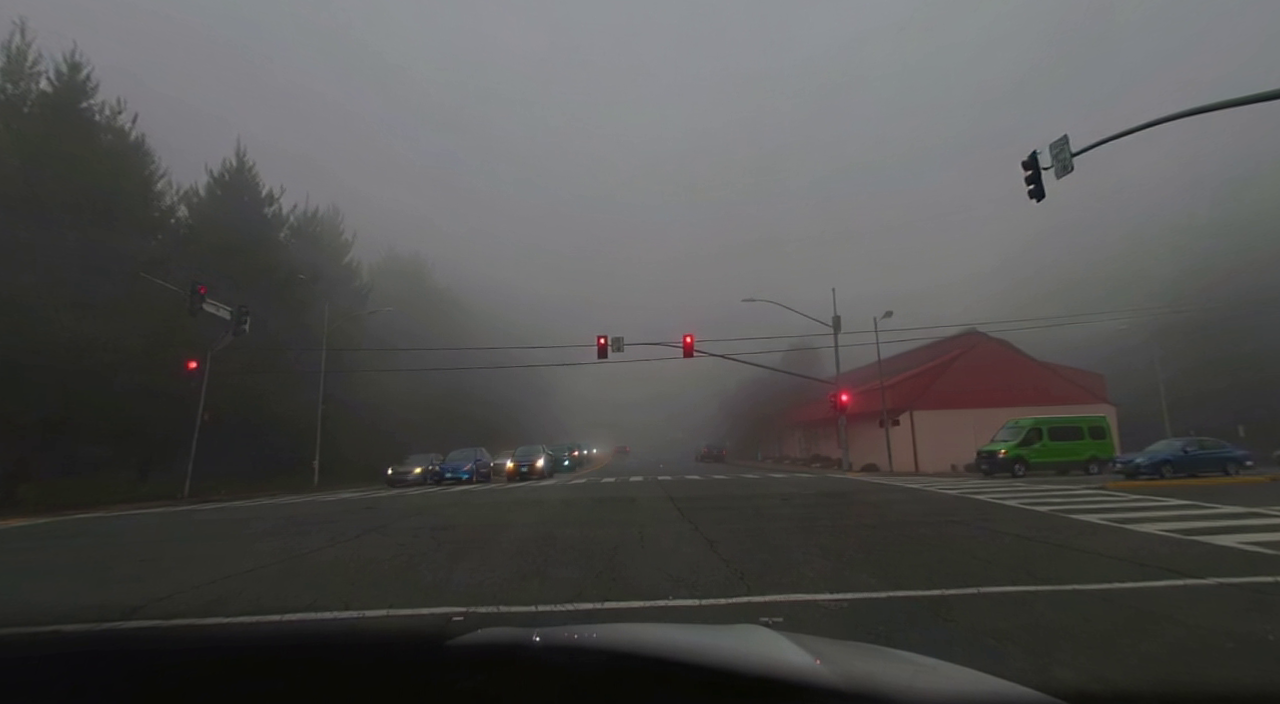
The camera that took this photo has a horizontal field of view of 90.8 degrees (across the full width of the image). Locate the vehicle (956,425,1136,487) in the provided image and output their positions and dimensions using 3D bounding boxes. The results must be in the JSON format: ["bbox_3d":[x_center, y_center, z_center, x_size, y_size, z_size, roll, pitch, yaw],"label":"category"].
[{"bbox_3d":[14.846,3.757,23.127,5.910,2.046,2.228,3,-9,-19],"label":"vehicle"}]

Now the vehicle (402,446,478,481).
[{"bbox_3d":[-9.008,5.028,28.872,2.024,1.460,4.381,0,-9,0],"label":"vehicle"}]

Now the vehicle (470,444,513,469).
[{"bbox_3d":[-9.019,6.371,38.758,1.779,1.460,4.463,0,-9,-3],"label":"vehicle"}]

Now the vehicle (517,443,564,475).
[{"bbox_3d":[-4.788,5.191,30.921,1.846,1.416,4.228,0,-9,-3],"label":"vehicle"}]
